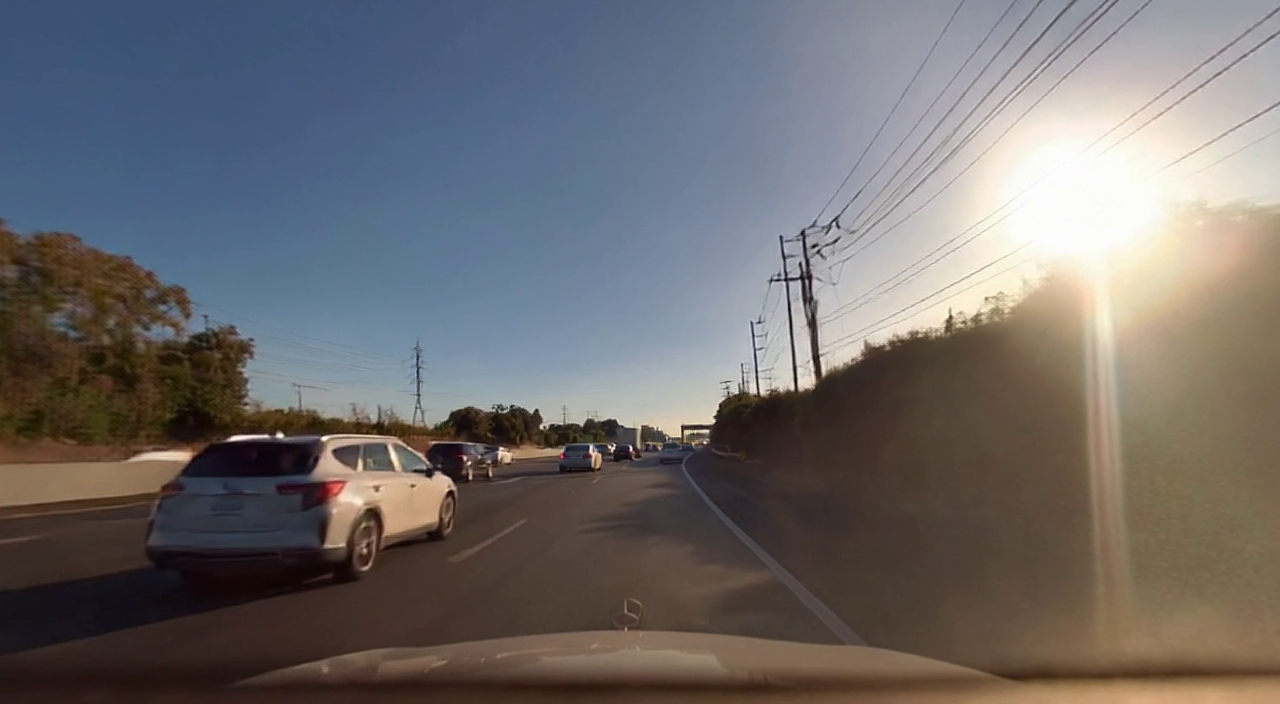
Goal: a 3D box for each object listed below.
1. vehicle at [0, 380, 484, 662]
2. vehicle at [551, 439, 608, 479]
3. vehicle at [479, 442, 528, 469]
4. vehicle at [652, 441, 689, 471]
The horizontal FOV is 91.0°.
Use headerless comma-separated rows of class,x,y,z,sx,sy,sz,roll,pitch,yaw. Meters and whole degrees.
vehicle,-3.428,1.465,6.597,2.202,1.801,4.959,0,-9,1
vehicle,-2.667,4.837,28.627,1.976,1.688,4.124,-1,-9,3
vehicle,-9.409,7.155,43.719,2.097,1.722,4.981,-1,-9,3
vehicle,1.856,6.191,37.481,2.038,1.677,4.219,-1,-9,4
